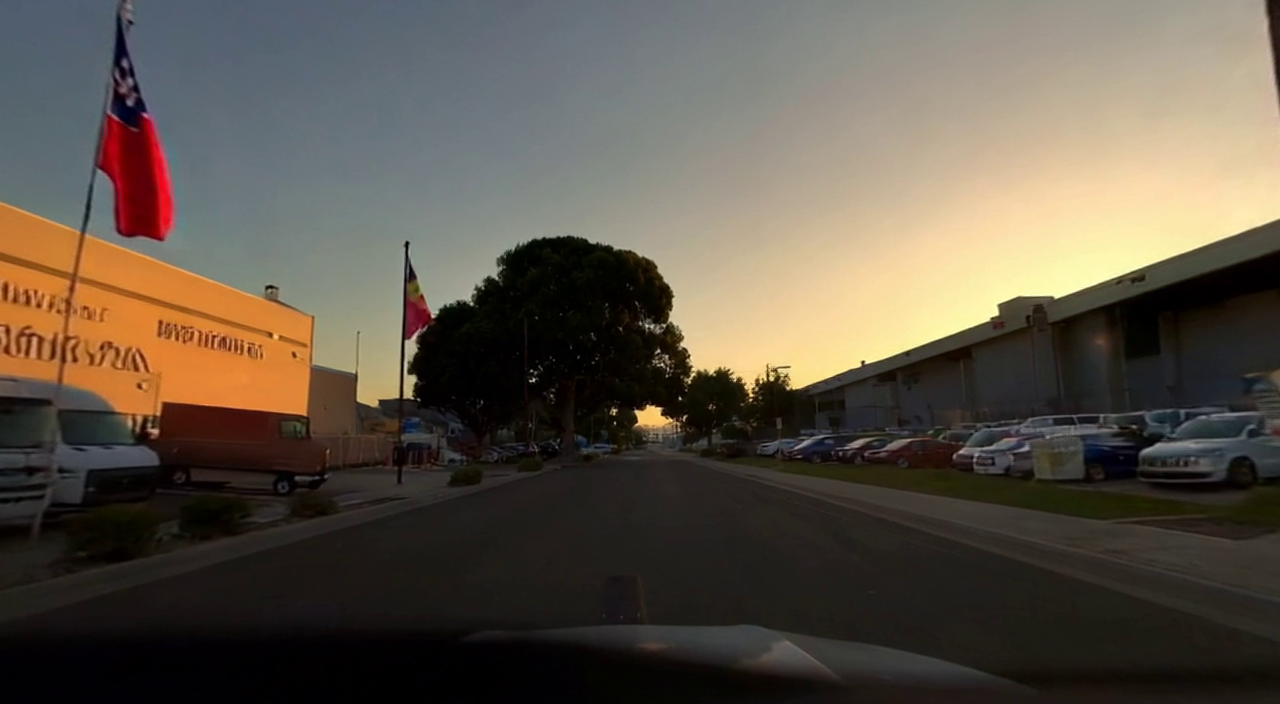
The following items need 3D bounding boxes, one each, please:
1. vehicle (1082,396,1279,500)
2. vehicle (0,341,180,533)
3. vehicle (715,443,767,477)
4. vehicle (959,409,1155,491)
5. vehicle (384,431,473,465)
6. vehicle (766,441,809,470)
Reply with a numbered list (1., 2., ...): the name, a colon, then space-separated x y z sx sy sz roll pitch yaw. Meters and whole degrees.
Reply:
1. vehicle: 11.906 2.017 12.932 5.194 1.769 2.262 5 -11 -25
2. vehicle: -11.153 1.397 10.437 5.254 2.811 2.188 0 -8 1
3. vehicle: 5.241 5.647 33.308 2.026 1.659 4.314 0 -8 1
4. vehicle: 10.836 2.662 16.353 5.138 1.778 2.034 8 -15 -31
5. vehicle: -13.197 5.951 39.320 5.672 1.963 2.189 -6 -10 34
6. vehicle: 9.562 6.636 40.697 2.021 1.753 4.342 -3 -9 21
